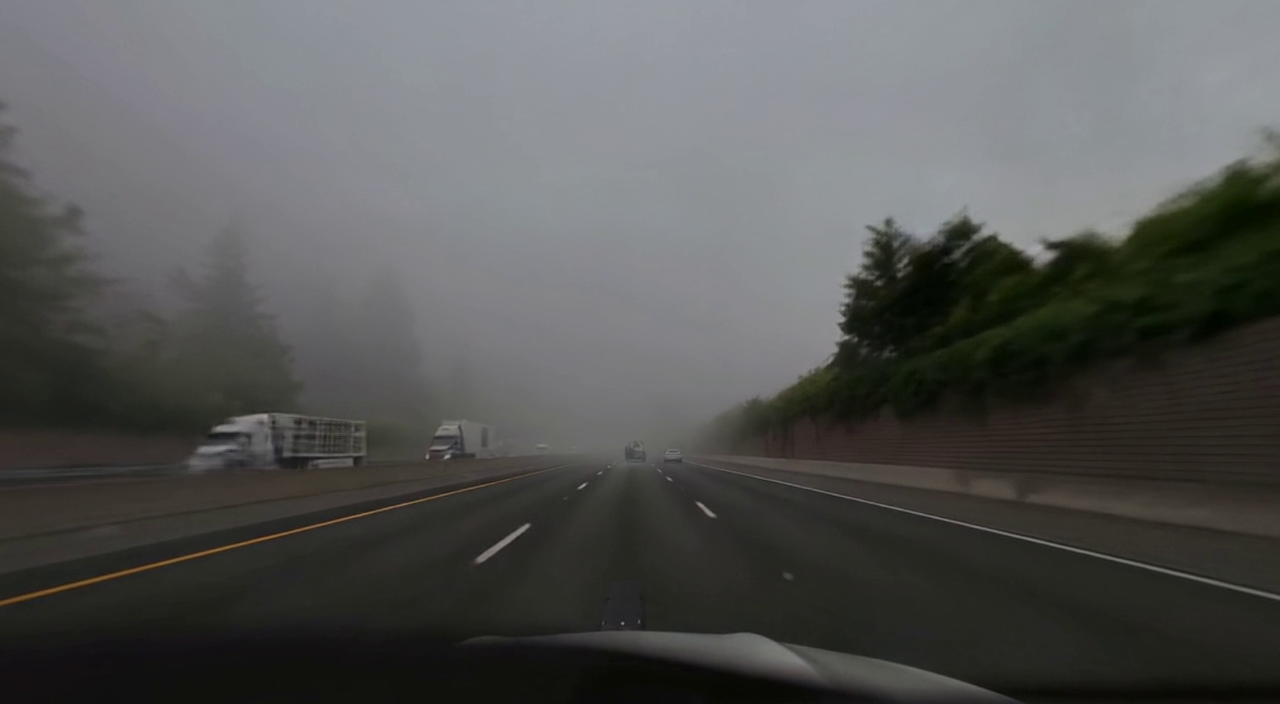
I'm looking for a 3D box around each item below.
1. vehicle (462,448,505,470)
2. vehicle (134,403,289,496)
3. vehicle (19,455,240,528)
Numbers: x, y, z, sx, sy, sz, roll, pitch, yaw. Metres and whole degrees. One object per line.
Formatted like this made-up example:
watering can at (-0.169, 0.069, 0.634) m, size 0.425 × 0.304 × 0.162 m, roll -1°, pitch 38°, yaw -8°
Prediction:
vehicle at (-11.498, 7.887, 46.563) m, size 1.964 × 1.522 × 4.419 m, roll 0°, pitch -9°, yaw 1°
vehicle at (-20.241, 4.681, 30.353) m, size 2.966 × 3.997 × 6.255 m, roll 0°, pitch -9°, yaw -2°
vehicle at (-11.878, 3.224, 15.125) m, size 1.862 × 1.445 × 4.101 m, roll 0°, pitch -9°, yaw -1°
